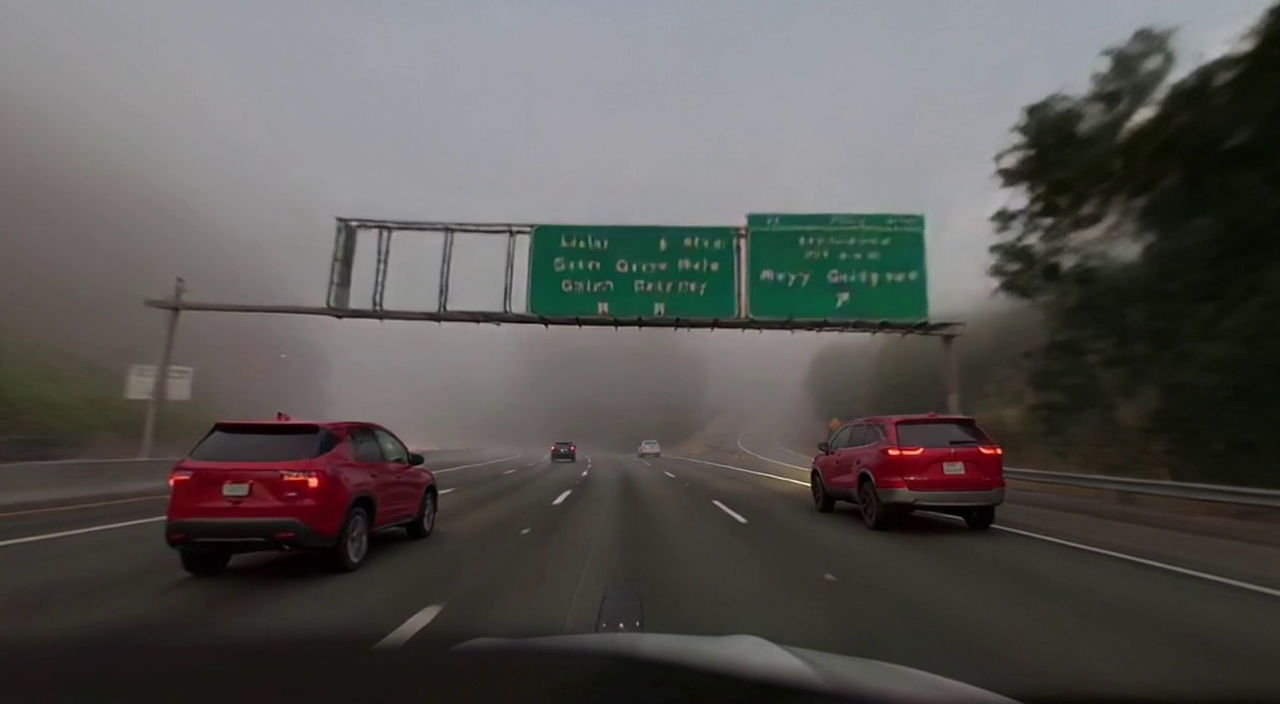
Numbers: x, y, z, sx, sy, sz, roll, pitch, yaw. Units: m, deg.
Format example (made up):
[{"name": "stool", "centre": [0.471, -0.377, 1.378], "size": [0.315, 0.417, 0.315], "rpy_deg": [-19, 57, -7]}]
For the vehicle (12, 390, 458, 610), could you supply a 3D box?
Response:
[{"name": "vehicle", "centre": [-3.926, 1.524, 7.453], "size": [2.213, 1.766, 4.598], "rpy_deg": [0, -8, 0]}]

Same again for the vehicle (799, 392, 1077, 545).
[{"name": "vehicle", "centre": [4.372, 1.820, 10.430], "size": [2.103, 1.903, 4.837], "rpy_deg": [0, -8, -2]}]
